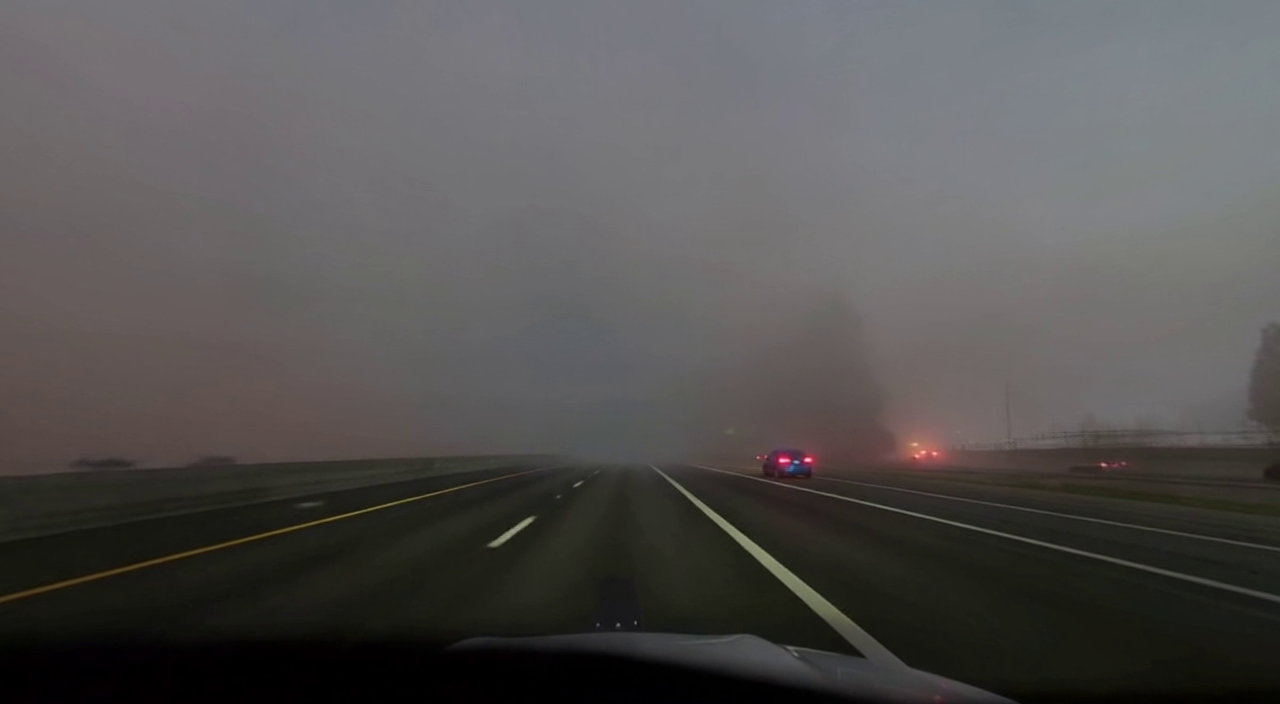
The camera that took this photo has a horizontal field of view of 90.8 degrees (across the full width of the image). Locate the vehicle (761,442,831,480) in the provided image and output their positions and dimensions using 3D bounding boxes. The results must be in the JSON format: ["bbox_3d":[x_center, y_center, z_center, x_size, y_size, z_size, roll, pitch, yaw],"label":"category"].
[{"bbox_3d":[6.801,4.769,28.025,1.958,1.498,4.447,0,-8,0],"label":"vehicle"}]
